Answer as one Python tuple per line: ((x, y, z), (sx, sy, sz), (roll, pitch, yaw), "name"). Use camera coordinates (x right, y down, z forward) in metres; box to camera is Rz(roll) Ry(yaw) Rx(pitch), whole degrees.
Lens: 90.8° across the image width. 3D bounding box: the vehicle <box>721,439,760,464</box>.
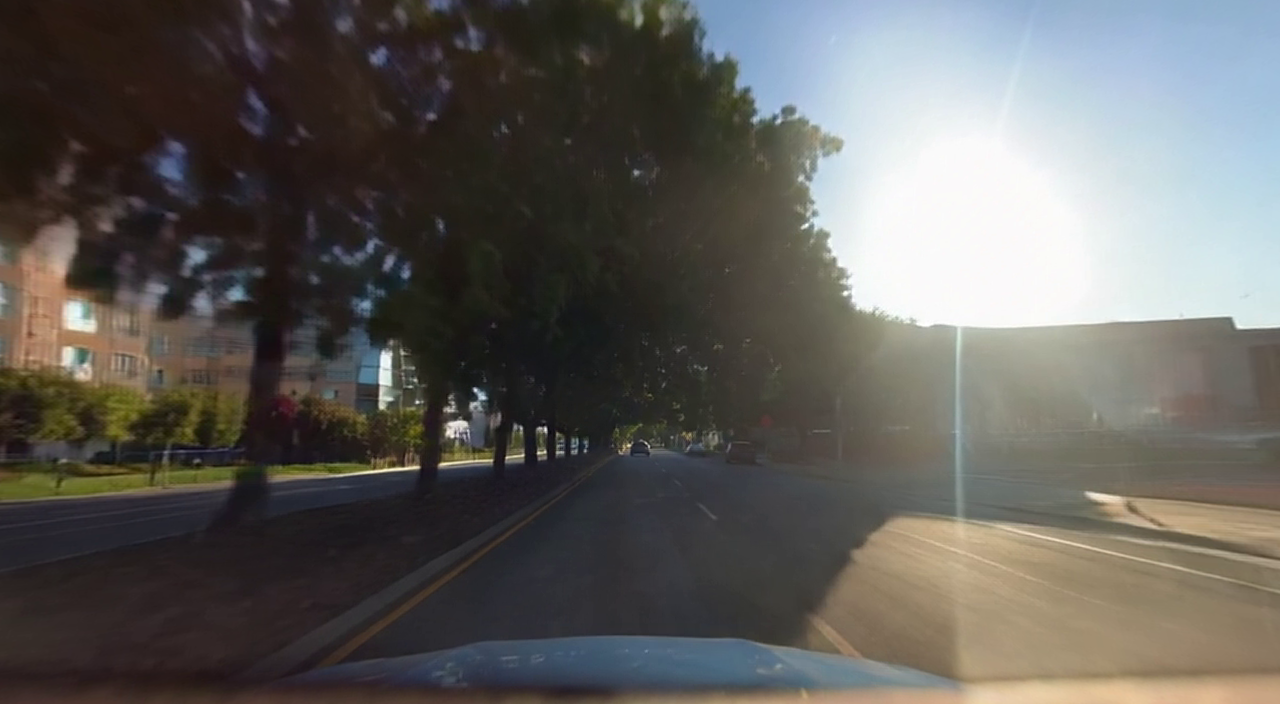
((7.732, 7.721, 49.064), (2.167, 1.848, 4.713), (0, -8, -2), "vehicle")
